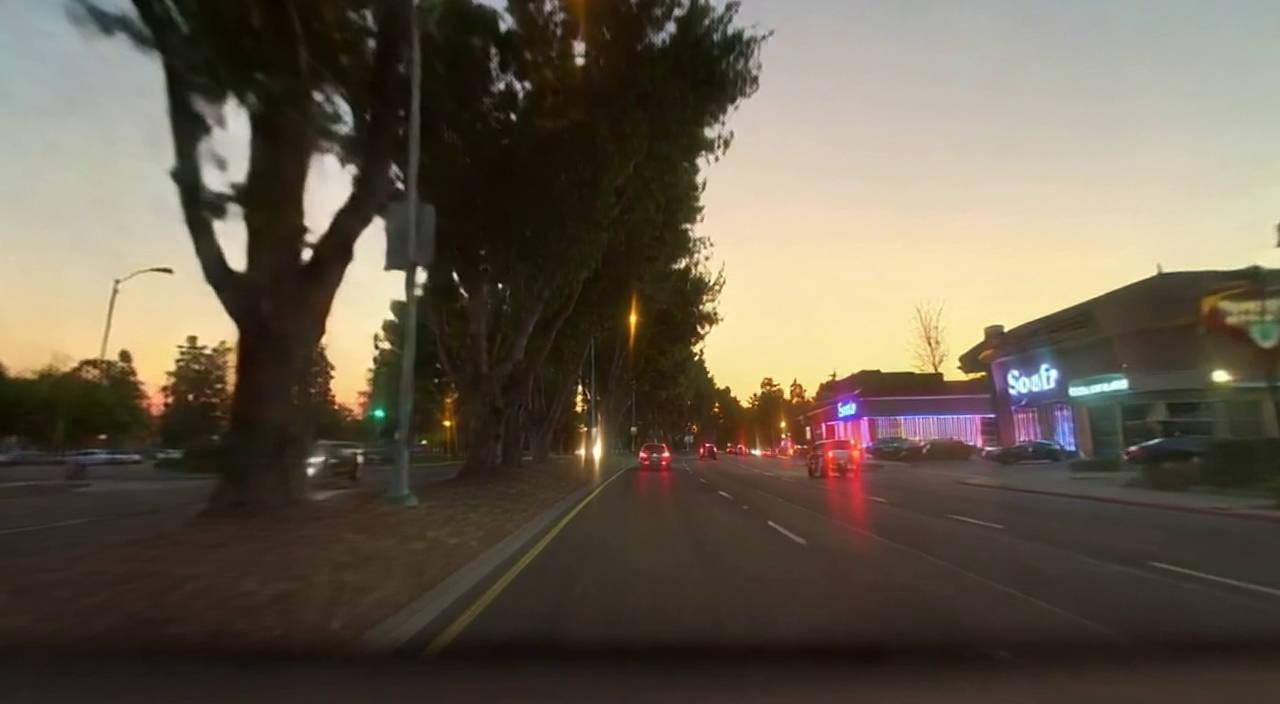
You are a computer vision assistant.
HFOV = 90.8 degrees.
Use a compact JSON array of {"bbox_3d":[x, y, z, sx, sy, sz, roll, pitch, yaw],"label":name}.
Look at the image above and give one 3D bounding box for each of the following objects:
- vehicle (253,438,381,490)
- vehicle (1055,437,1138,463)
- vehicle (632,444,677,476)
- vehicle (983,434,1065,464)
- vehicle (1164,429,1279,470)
[{"bbox_3d":[-11.273,3.932,22.523,1.987,1.626,4.654,-1,-8,2],"label":"vehicle"},{"bbox_3d":[27.411,5.904,38.082,1.844,1.481,3.904,0,-8,-5],"label":"vehicle"},{"bbox_3d":[0.745,5.276,31.258,2.095,1.456,3.873,-1,-8,2],"label":"vehicle"},{"bbox_3d":[22.463,5.690,37.168,1.864,1.655,4.179,0,-8,-5],"label":"vehicle"},{"bbox_3d":[23.623,3.920,25.121,1.780,1.463,4.112,-1,-10,-3],"label":"vehicle"}]
